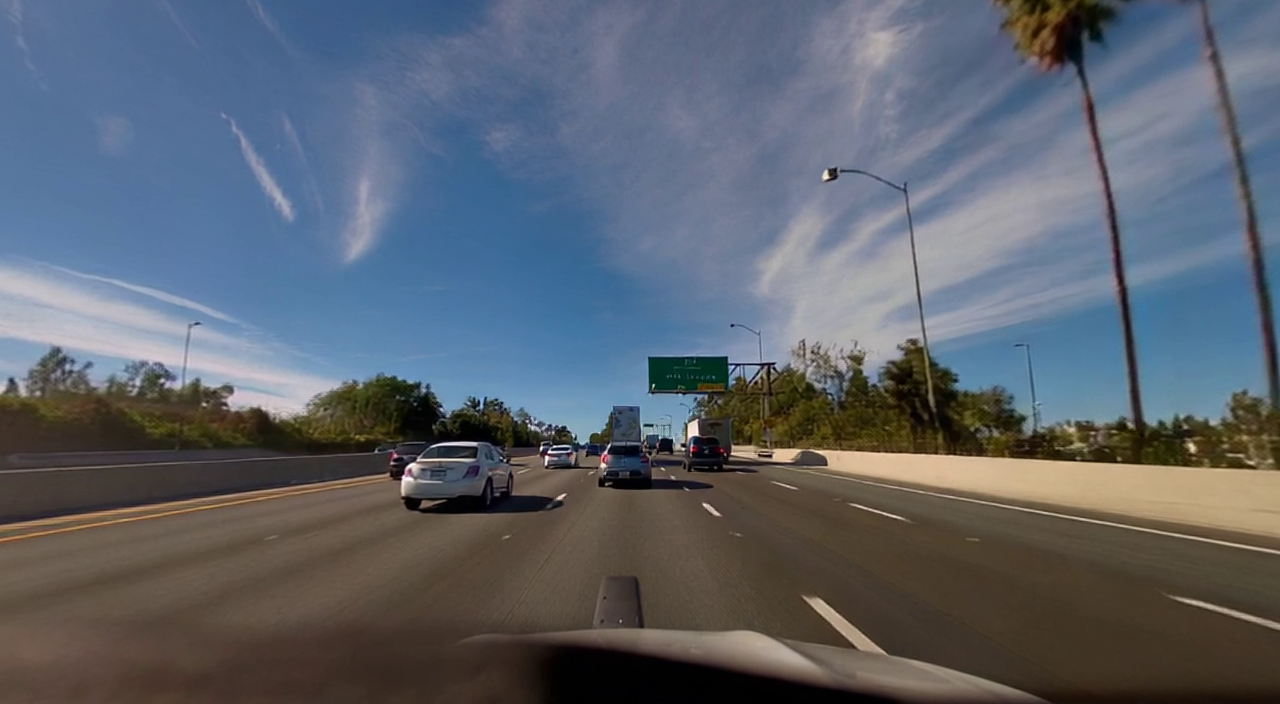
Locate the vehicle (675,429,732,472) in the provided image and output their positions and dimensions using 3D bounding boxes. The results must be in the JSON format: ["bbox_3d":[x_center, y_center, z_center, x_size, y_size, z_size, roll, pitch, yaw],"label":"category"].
[{"bbox_3d":[2.935,4.686,30.037,2.173,1.870,4.499,0,-8,-1],"label":"vehicle"}]

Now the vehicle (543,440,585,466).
[{"bbox_3d":[-4.467,5.995,37.568,1.998,1.423,4.436,0,-8,0],"label":"vehicle"}]

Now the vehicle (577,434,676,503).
[{"bbox_3d":[-0.307,2.829,15.724,2.136,1.470,3.971,0,-8,0],"label":"vehicle"}]

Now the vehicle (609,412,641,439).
[{"bbox_3d":[-1.092,5.409,46.017,2.206,1.803,4.569,0,-8,-1],"label":"vehicle"}]

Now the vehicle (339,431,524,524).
[{"bbox_3d":[-3.758,2.343,12.358,2.064,1.475,4.489,0,-8,0],"label":"vehicle"}]
